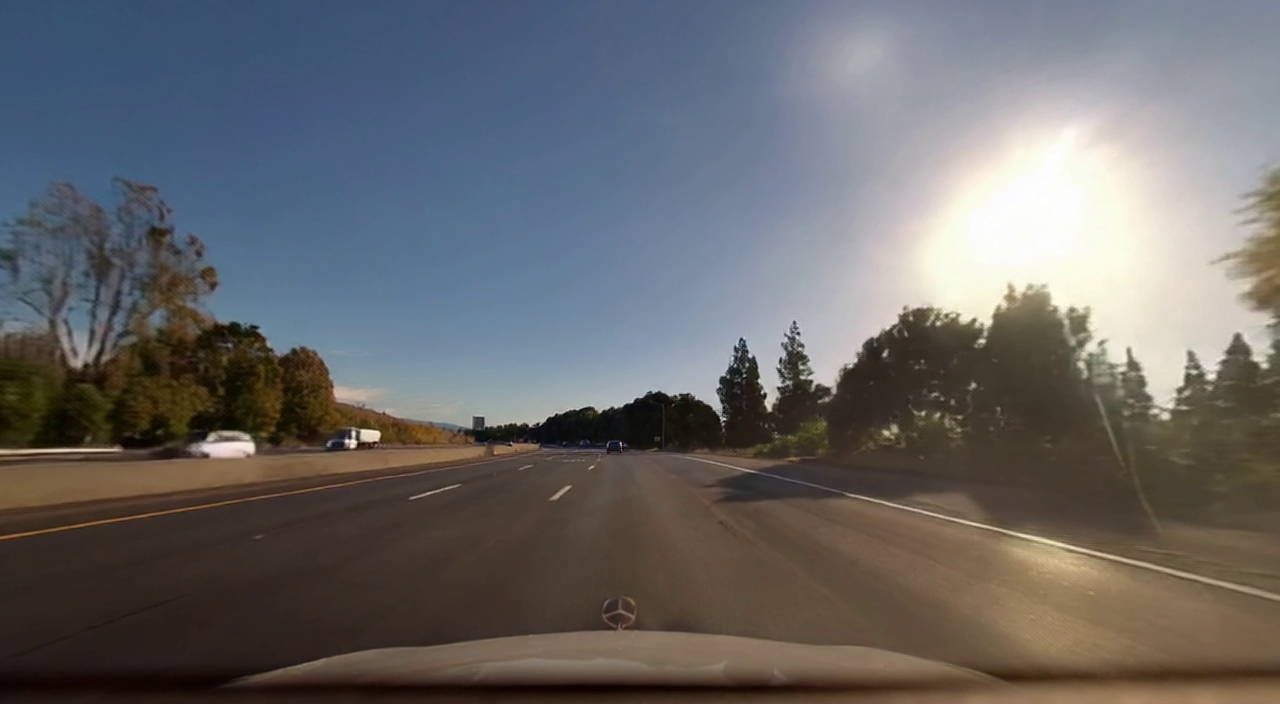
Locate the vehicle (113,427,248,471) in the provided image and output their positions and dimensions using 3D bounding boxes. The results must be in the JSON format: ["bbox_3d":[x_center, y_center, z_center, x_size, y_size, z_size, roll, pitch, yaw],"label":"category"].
[{"bbox_3d":[-18.970,4.025,26.444,2.050,1.659,4.933,0,-8,-2],"label":"vehicle"}]
